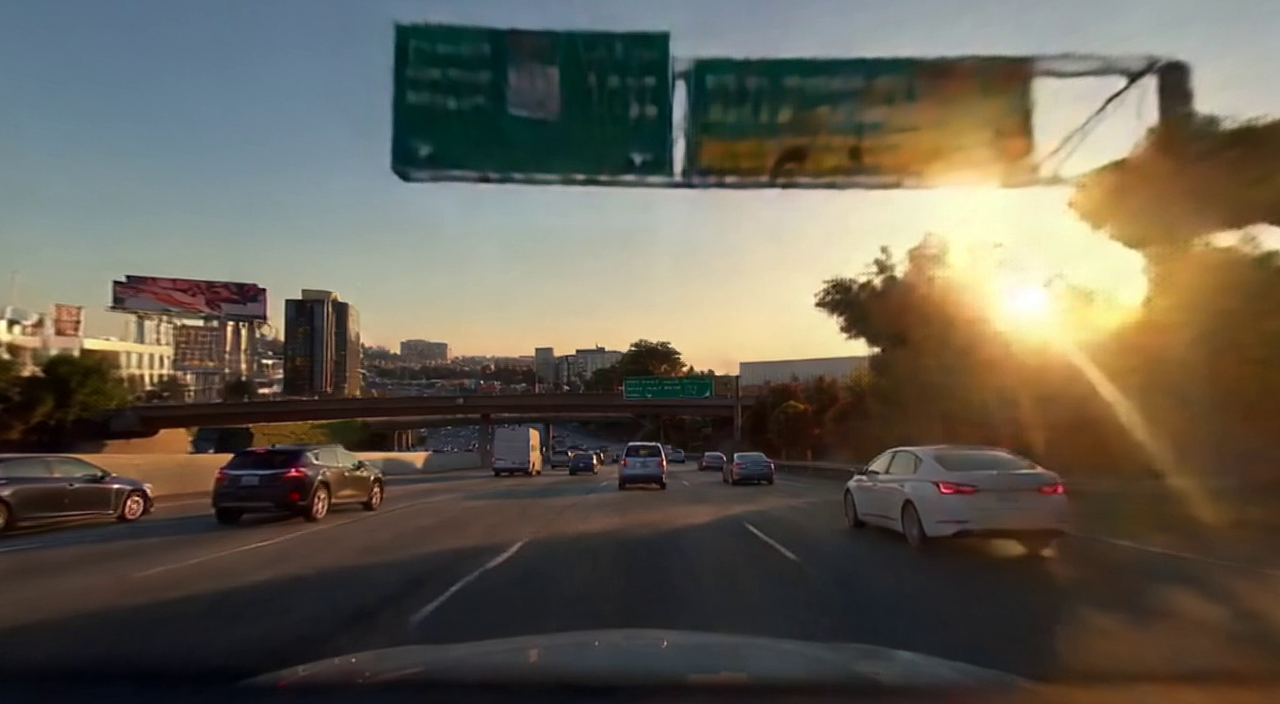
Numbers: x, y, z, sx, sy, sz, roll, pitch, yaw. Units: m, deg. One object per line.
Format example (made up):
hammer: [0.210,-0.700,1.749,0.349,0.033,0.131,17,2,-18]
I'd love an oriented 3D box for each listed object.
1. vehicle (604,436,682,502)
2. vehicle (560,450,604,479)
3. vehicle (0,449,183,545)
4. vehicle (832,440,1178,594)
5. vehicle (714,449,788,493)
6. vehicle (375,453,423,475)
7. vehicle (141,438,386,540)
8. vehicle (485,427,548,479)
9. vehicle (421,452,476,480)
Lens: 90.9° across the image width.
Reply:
vehicle: [0.102,3.679,20.329,2.209,1.863,4.626,0,-8,1]
vehicle: [-3.282,6.498,36.665,2.079,1.499,4.512,0,-8,1]
vehicle: [-10.888,2.487,11.265,1.970,1.441,4.555,0,-8,1]
vehicle: [4.257,1.946,8.464,1.915,1.482,4.537,0,-8,0]
vehicle: [4.149,4.504,24.299,1.942,1.487,4.518,0,-8,-1]
vehicle: [-17.848,8.315,46.887,1.801,1.467,4.315,0,-8,1]
vehicle: [-6.999,2.544,12.456,2.021,1.632,4.417,0,-8,1]
vehicle: [-7.243,5.997,37.821,2.358,2.817,7.055,0,-8,0]
vehicle: [-11.031,6.551,36.537,1.923,1.480,3.905,0,-8,0]
